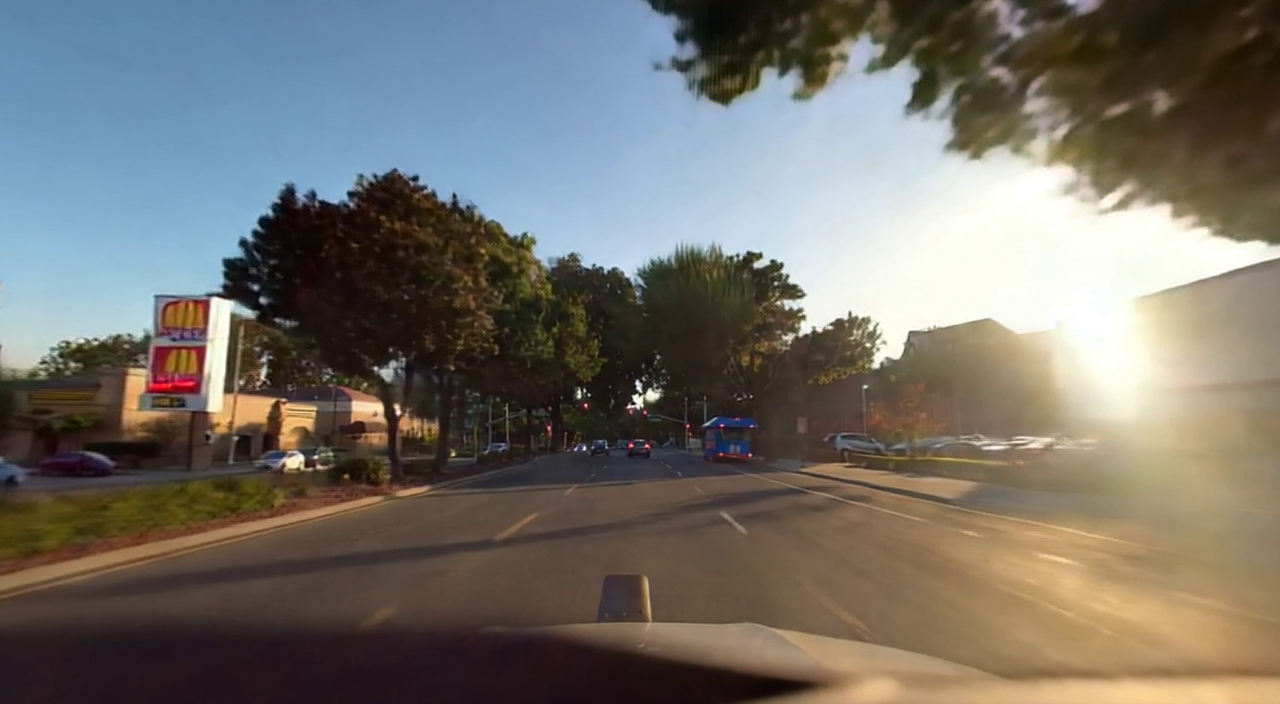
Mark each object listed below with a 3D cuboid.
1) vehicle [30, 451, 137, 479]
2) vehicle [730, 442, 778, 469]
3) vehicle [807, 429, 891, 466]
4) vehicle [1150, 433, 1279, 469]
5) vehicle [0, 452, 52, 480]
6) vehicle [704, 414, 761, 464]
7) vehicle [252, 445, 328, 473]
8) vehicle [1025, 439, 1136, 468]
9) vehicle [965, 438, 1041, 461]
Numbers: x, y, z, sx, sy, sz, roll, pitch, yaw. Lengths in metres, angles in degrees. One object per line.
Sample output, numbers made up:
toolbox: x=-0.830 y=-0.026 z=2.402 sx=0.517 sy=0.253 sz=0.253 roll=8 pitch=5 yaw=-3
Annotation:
vehicle: x=-31.365 y=6.375 z=35.583 sx=4.566 sy=1.484 sz=2.051 roll=-2 pitch=-9 yaw=12
vehicle: x=6.624 y=6.055 z=37.210 sx=1.980 sy=1.473 sz=4.537 roll=0 pitch=-8 yaw=0
vehicle: x=13.590 y=6.163 z=40.816 sx=5.354 sy=2.214 sz=2.504 roll=6 pitch=-11 yaw=-38
vehicle: x=28.655 y=4.941 z=31.388 sx=4.589 sy=1.524 sz=1.999 roll=-6 pitch=-7 yaw=26
vehicle: x=-36.691 y=6.560 z=36.315 sx=4.232 sy=1.477 sz=1.772 roll=-2 pitch=-9 yaw=10
vehicle: x=6.658 y=6.445 z=46.483 sx=2.891 sy=3.361 sz=7.843 roll=0 pitch=-8 yaw=-1
vehicle: x=-22.926 y=6.996 z=41.567 sx=1.936 sy=1.654 sz=4.857 roll=-1 pitch=-8 yaw=4
vehicle: x=23.900 y=5.544 z=34.424 sx=4.744 sy=1.481 sz=1.855 roll=-6 pitch=-10 yaw=33
vehicle: x=25.884 y=6.997 z=45.147 sx=4.545 sy=1.571 sz=1.769 roll=-5 pitch=-9 yaw=25
